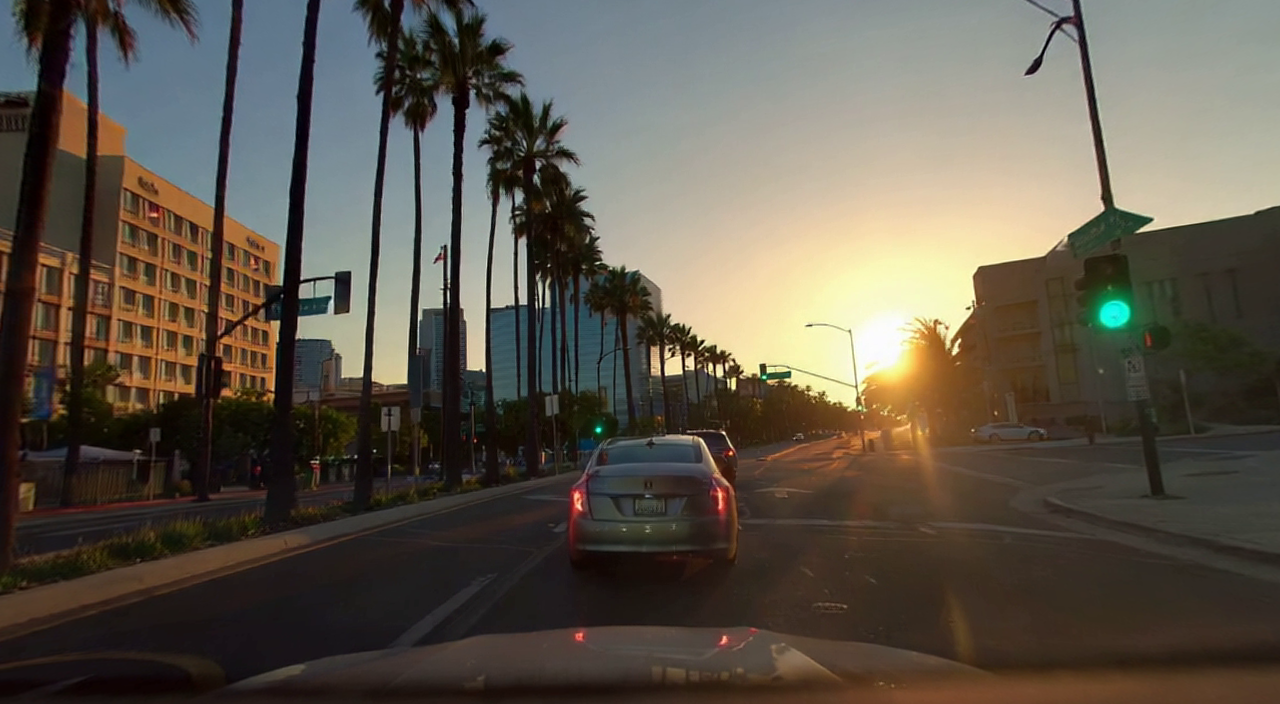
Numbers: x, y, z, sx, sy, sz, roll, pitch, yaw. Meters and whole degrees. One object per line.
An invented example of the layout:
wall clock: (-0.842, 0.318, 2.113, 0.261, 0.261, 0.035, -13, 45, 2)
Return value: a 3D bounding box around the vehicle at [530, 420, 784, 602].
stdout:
vehicle: (0.160, 1.631, 7.338, 2.096, 1.492, 4.071, 0, -9, 1)
